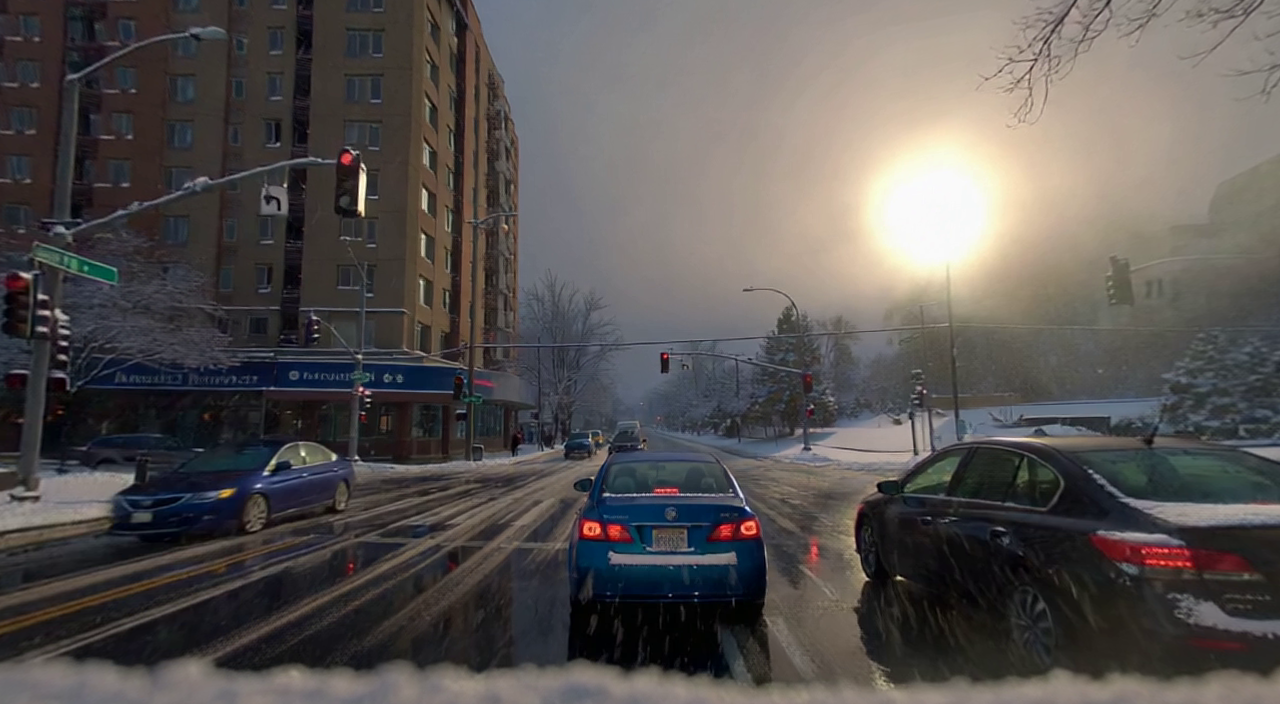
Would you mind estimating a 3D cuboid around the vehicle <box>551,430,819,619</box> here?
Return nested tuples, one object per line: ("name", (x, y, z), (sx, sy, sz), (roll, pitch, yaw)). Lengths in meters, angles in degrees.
("vehicle", (0.247, 1.662, 7.085), (2.132, 1.464, 4.089), (0, -8, -3))

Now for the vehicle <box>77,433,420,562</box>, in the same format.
("vehicle", (-5.828, 2.146, 10.161), (1.953, 1.564, 4.344), (-3, -9, 19))

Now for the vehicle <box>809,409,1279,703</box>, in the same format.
("vehicle", (2.811, 1.287, 4.568), (1.961, 1.498, 4.356), (0, -8, 0))

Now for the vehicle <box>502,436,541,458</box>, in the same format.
("vehicle", (-9.053, 7.285, 48.395), (2.030, 1.596, 3.912), (-1, -8, 3))
